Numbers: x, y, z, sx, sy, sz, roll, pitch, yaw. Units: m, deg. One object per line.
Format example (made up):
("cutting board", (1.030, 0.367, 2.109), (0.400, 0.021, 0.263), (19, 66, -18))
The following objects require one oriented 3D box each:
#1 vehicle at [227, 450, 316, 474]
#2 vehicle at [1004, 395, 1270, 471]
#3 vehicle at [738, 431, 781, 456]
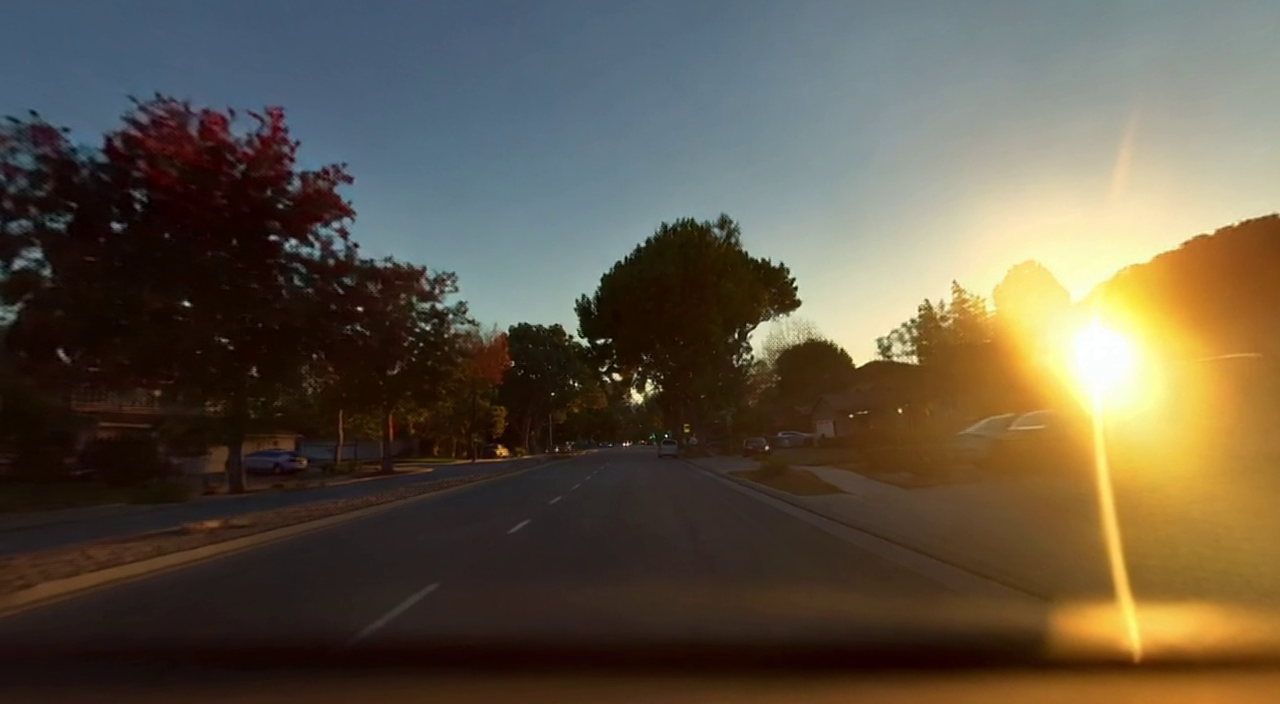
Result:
("vehicle", (-24.088, 7.189, 41.442), (4.595, 1.491, 1.902), (0, -8, -1))
("vehicle", (11.707, 1.970, 15.210), (4.545, 1.680, 2.001), (-1, -8, 4))
("vehicle", (9.109, 7.032, 48.600), (1.971, 1.641, 5.191), (-4, -8, -3))
